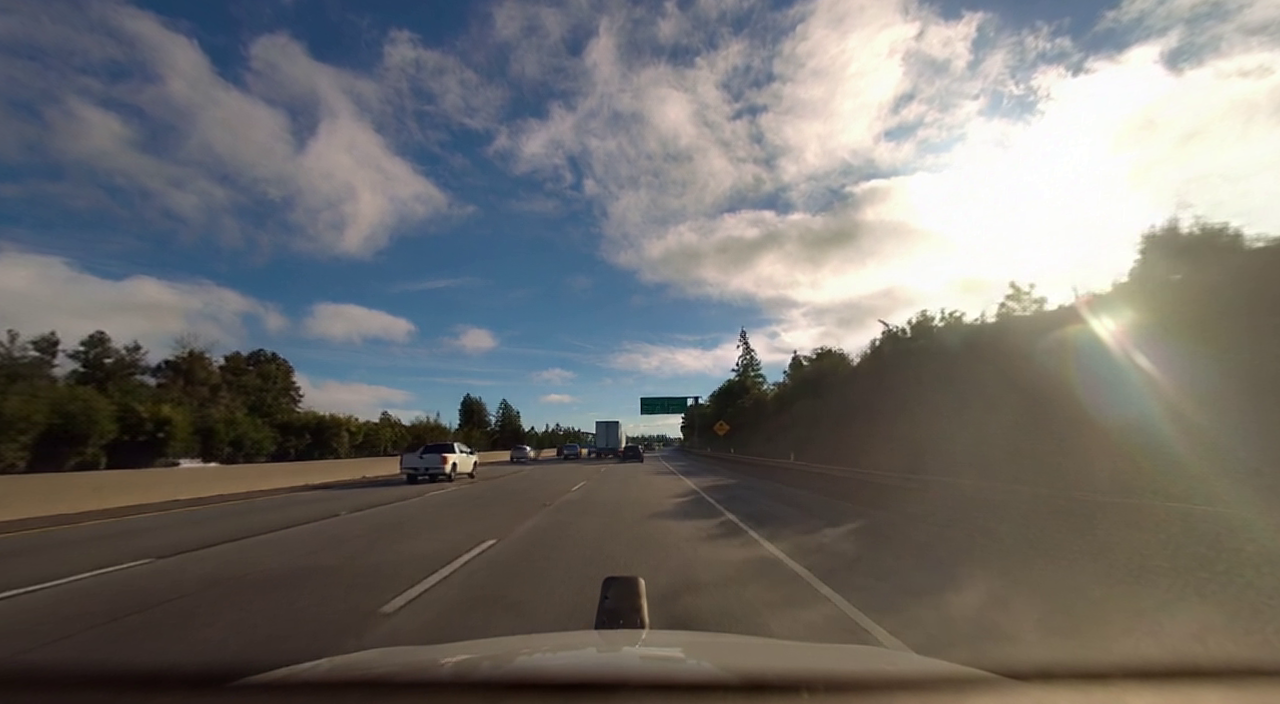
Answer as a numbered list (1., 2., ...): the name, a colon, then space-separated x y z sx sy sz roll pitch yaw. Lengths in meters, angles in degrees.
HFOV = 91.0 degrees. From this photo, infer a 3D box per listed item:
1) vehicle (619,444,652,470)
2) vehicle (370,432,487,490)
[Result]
1. vehicle: -0.247 6.647 40.000 1.931 1.528 4.126 0 -8 1
2. vehicle: -7.263 3.793 22.381 2.115 1.778 5.572 0 -8 1
